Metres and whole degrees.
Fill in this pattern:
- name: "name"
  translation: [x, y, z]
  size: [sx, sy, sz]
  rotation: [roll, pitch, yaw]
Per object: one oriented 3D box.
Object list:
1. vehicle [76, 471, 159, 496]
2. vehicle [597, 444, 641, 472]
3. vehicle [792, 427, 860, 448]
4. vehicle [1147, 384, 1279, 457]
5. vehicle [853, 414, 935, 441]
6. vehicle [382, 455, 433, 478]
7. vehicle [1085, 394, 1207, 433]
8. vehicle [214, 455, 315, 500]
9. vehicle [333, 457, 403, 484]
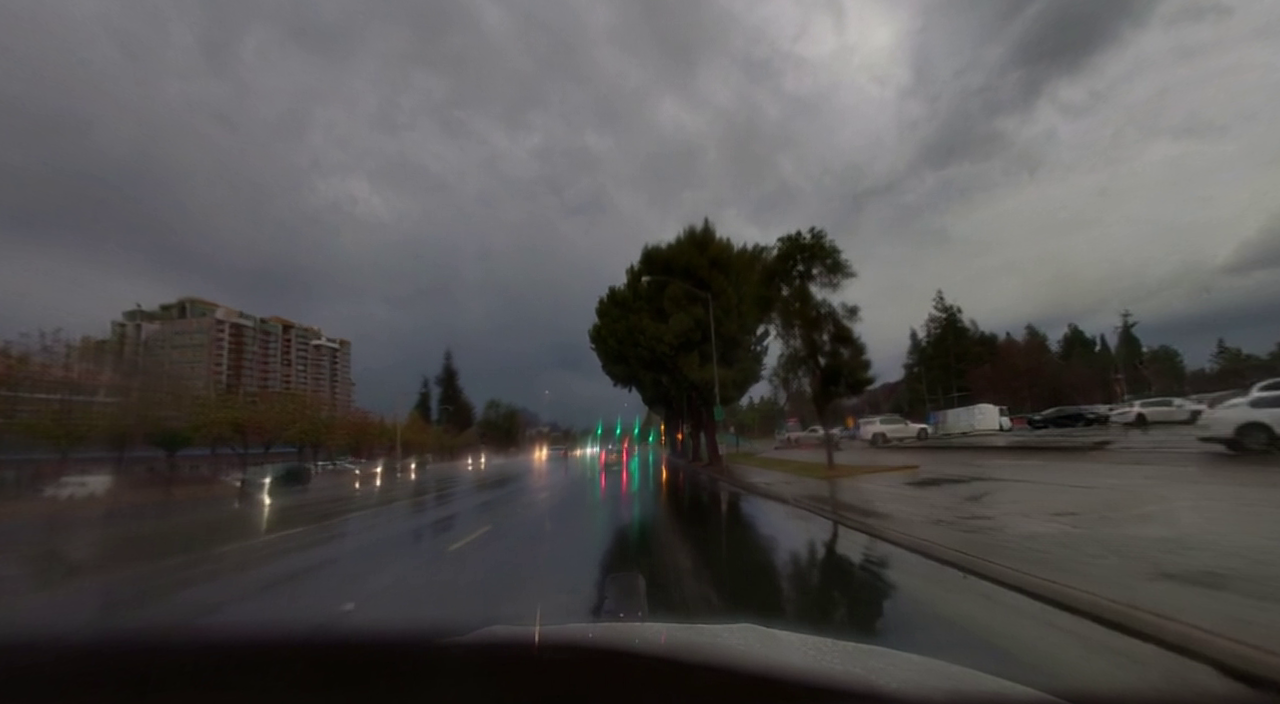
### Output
- name: "vehicle"
  translation: [-39.338, 9.874, 47.644]
  size: [4.429, 1.486, 1.942]
  rotation: [2, -4, -3]
- name: "vehicle"
  translation: [-1.112, 6.000, 36.008]
  size: [2.235, 1.500, 4.420]
  rotation: [0, -8, 2]
- name: "vehicle"
  translation: [13.265, 6.163, 45.340]
  size: [4.144, 1.407, 2.201]
  rotation: [0, -8, -2]
- name: "vehicle"
  translation: [14.483, 1.511, 13.704]
  size: [5.047, 1.461, 2.133]
  rotation: [0, -8, 1]
- name: "vehicle"
  translation: [15.123, 4.556, 37.780]
  size: [3.956, 1.504, 2.170]
  rotation: [2, -8, -9]
- name: "vehicle"
  translation: [-17.007, 8.365, 46.491]
  size: [1.985, 1.471, 4.797]
  rotation: [0, -8, 0]
- name: "vehicle"
  translation: [22.120, 2.779, 27.873]
  size: [1.870, 1.470, 4.436]
  rotation: [-1, -8, 3]
- name: "vehicle"
  translation: [-17.003, 5.666, 28.881]
  size: [2.016, 1.598, 4.545]
  rotation: [-4, -8, -2]
- name: "vehicle"
  translation: [-16.509, 7.184, 38.632]
  size: [2.058, 1.459, 4.704]
  rotation: [0, -8, 1]
